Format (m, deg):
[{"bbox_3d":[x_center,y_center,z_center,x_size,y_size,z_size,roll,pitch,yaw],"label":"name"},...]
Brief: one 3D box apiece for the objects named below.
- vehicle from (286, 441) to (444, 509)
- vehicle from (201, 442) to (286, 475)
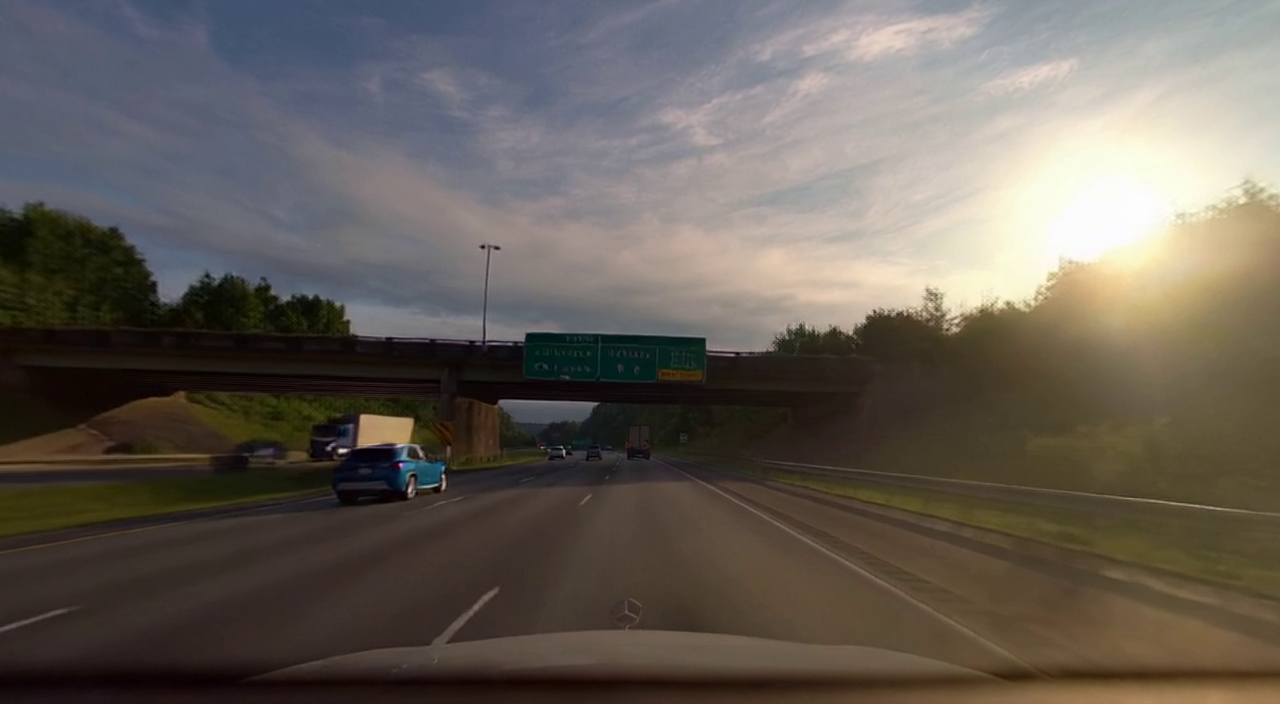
[{"bbox_3d":[-6.848,3.089,16.388,2.038,1.489,4.603,0,-9,0],"label":"vehicle"},{"bbox_3d":[-17.861,4.793,28.586,1.653,1.376,3.364,0,-9,0],"label":"vehicle"}]
